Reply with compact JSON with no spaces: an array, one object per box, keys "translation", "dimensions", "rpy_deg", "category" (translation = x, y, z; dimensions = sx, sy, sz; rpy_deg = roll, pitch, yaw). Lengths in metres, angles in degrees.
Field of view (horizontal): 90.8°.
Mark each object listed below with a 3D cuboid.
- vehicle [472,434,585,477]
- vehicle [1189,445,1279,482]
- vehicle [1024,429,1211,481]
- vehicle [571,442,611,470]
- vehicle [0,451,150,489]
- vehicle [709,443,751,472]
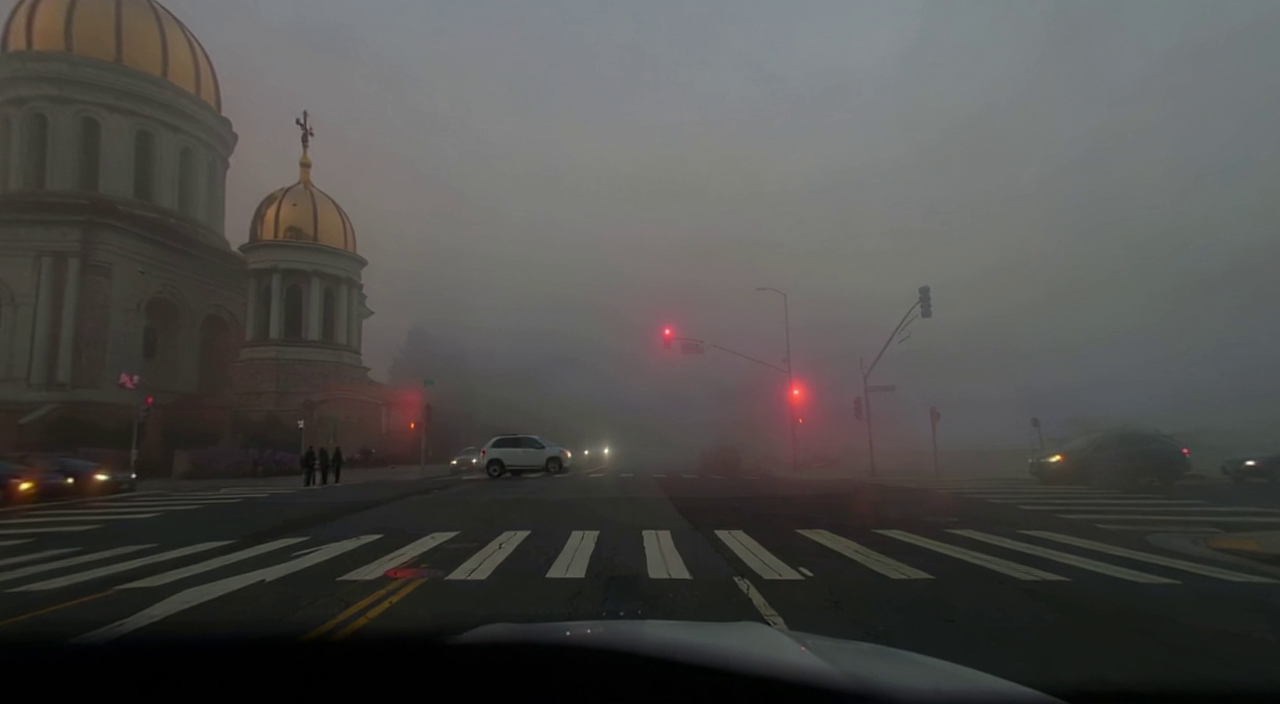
[{"translation":[-4.833,4.571,28.005],"dimensions":[2.051,1.724,4.567],"rpy_deg":[-8,-12,43],"category":"vehicle"},{"translation":[26.380,4.682,26.679],"dimensions":[4.561,1.475,1.850],"rpy_deg":[0,-8,0],"category":"vehicle"},{"translation":[19.877,4.307,26.561],"dimensions":[5.852,2.057,2.361],"rpy_deg":[0,-8,1],"category":"vehicle"},{"translation":[-3.165,6.801,41.485],"dimensions":[2.223,1.692,4.688],"rpy_deg":[0,-8,0],"category":"vehicle"},{"translation":[-23.370,4.858,26.215],"dimensions":[4.479,1.476,1.873],"rpy_deg":[0,-8,1],"category":"vehicle"},{"translation":[5.823,6.861,41.480],"dimensions":[1.969,1.776,4.329],"rpy_deg":[0,-8,-2],"category":"vehicle"}]
